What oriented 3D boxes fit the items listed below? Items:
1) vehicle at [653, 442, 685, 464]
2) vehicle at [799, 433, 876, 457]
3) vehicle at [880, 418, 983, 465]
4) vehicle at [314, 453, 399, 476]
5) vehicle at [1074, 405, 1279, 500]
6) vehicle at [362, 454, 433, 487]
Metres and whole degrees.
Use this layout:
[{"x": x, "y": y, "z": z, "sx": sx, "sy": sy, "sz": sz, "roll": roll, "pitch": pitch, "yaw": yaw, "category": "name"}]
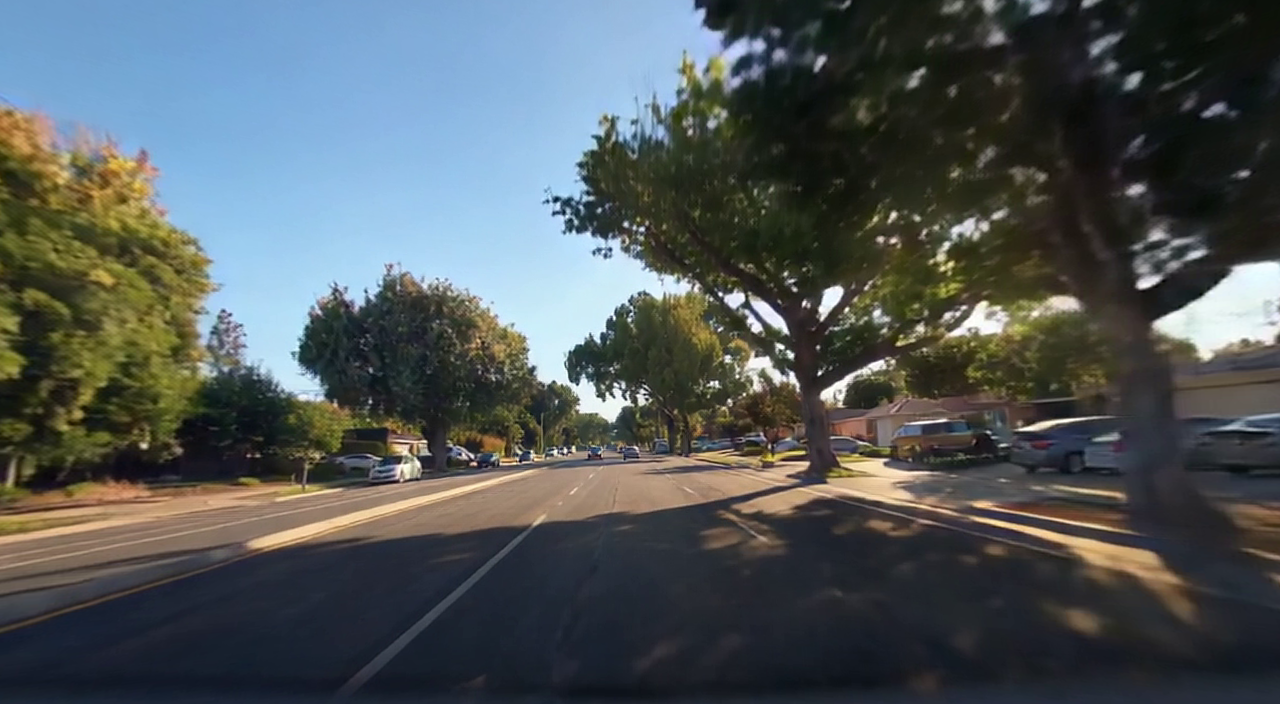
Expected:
[{"x": 2.151, "y": 7.640, "z": 47.749, "sx": 1.983, "sy": 1.557, "sz": 4.078, "roll": 0, "pitch": -8, "yaw": -3, "category": "vehicle"}, {"x": 12.426, "y": 5.882, "z": 39.907, "sx": 4.237, "sy": 1.476, "sz": 1.743, "roll": 0, "pitch": -8, "yaw": 0, "category": "vehicle"}, {"x": 11.714, "y": 3.678, "z": 25.822, "sx": 2.044, "sy": 1.716, "sz": 4.637, "roll": -1, "pitch": -8, "yaw": 1, "category": "vehicle"}, {"x": -19.761, "y": 7.826, "z": 44.181, "sx": 4.909, "sy": 1.495, "sz": 2.211, "roll": 0, "pitch": -8, "yaw": -5, "category": "vehicle"}, {"x": 10.854, "y": 1.881, "z": 12.042, "sx": 1.847, "sy": 1.455, "sz": 4.650, "roll": 0, "pitch": -8, "yaw": 0, "category": "vehicle"}, {"x": -11.937, "y": 5.829, "z": 31.428, "sx": 1.851, "sy": 1.459, "sz": 4.295, "roll": 0, "pitch": -8, "yaw": -1, "category": "vehicle"}]
